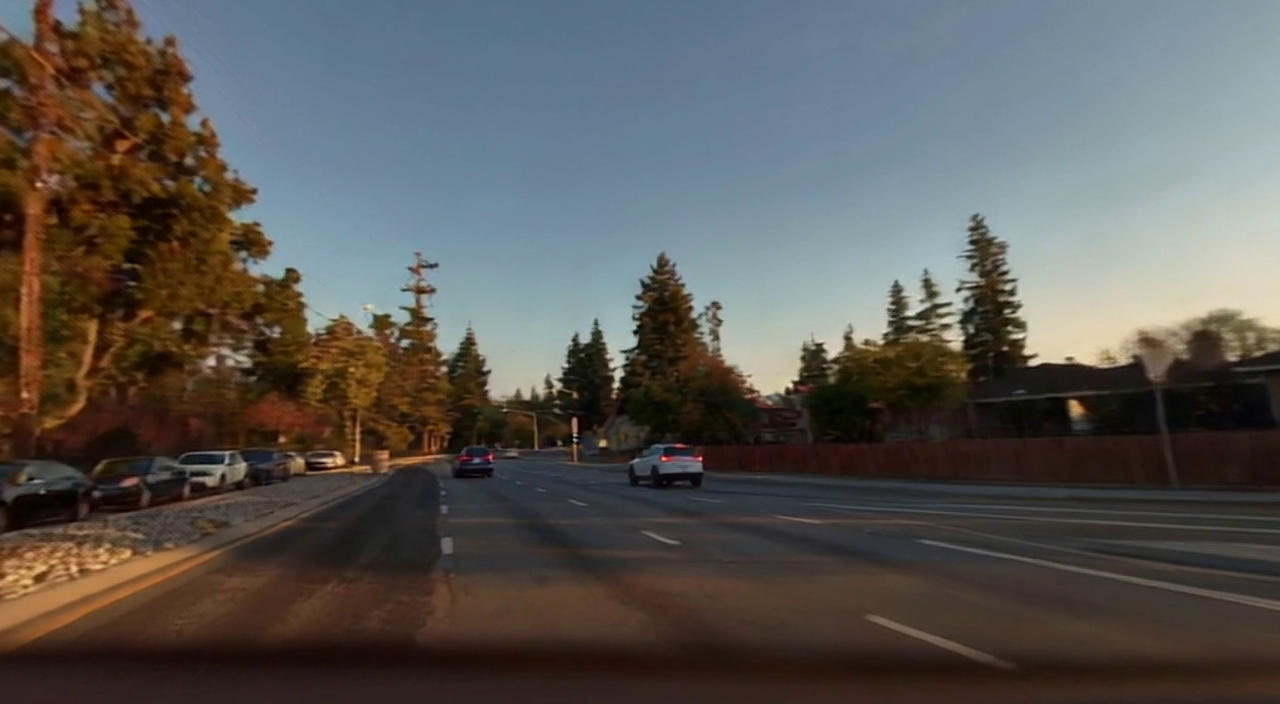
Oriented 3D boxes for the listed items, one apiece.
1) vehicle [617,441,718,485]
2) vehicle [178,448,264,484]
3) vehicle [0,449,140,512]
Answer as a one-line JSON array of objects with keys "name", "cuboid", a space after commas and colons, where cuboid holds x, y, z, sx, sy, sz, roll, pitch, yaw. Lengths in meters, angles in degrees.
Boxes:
[{"name": "vehicle", "cuboid": [1.122, 4.964, 28.577, 2.102, 1.798, 4.995, 5, -10, -31]}, {"name": "vehicle", "cuboid": [-19.641, 5.335, 29.816, 2.057, 1.537, 4.410, 3, -9, -16]}, {"name": "vehicle", "cuboid": [-15.713, 3.326, 16.860, 2.043, 1.431, 4.659, 3, -9, -18]}]
